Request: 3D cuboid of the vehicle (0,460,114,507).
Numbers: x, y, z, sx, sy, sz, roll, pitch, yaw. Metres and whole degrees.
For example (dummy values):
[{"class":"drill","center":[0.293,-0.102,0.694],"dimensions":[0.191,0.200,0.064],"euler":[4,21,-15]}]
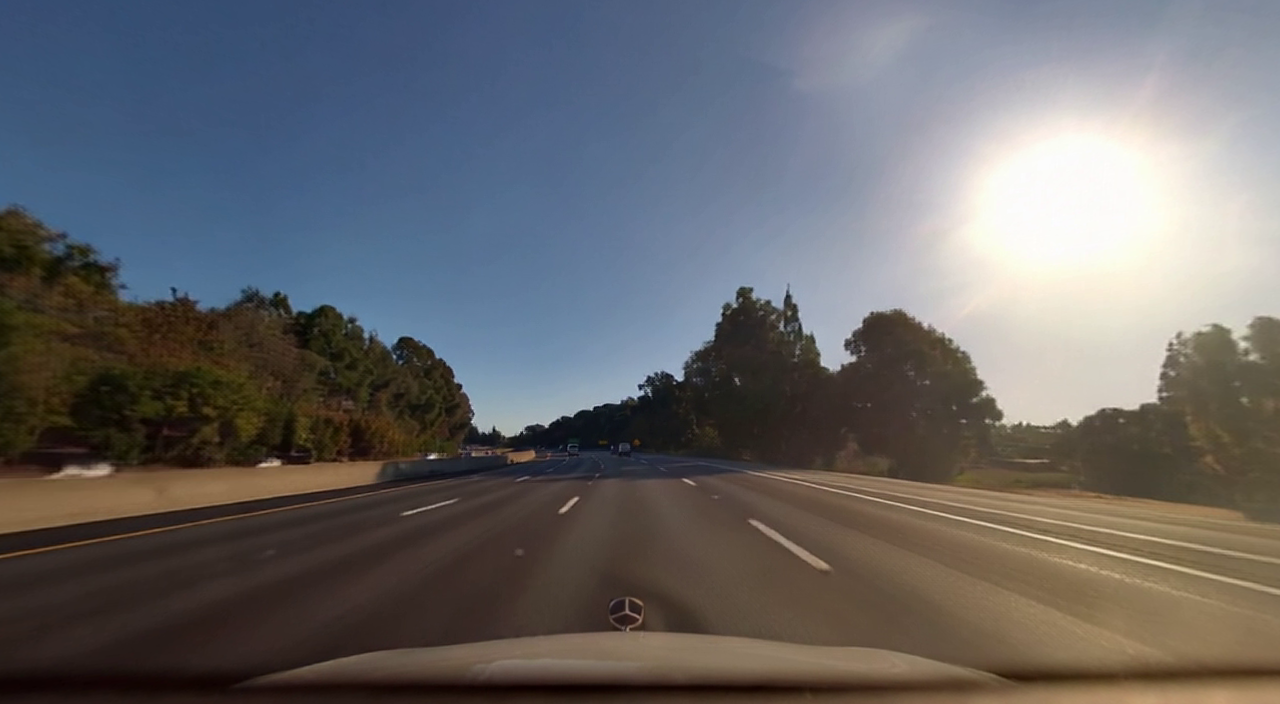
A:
[{"class":"vehicle","center":[-25.756,5.538,27.060],"dimensions":[2.069,1.584,5.069],"euler":[3,-8,-1]}]
